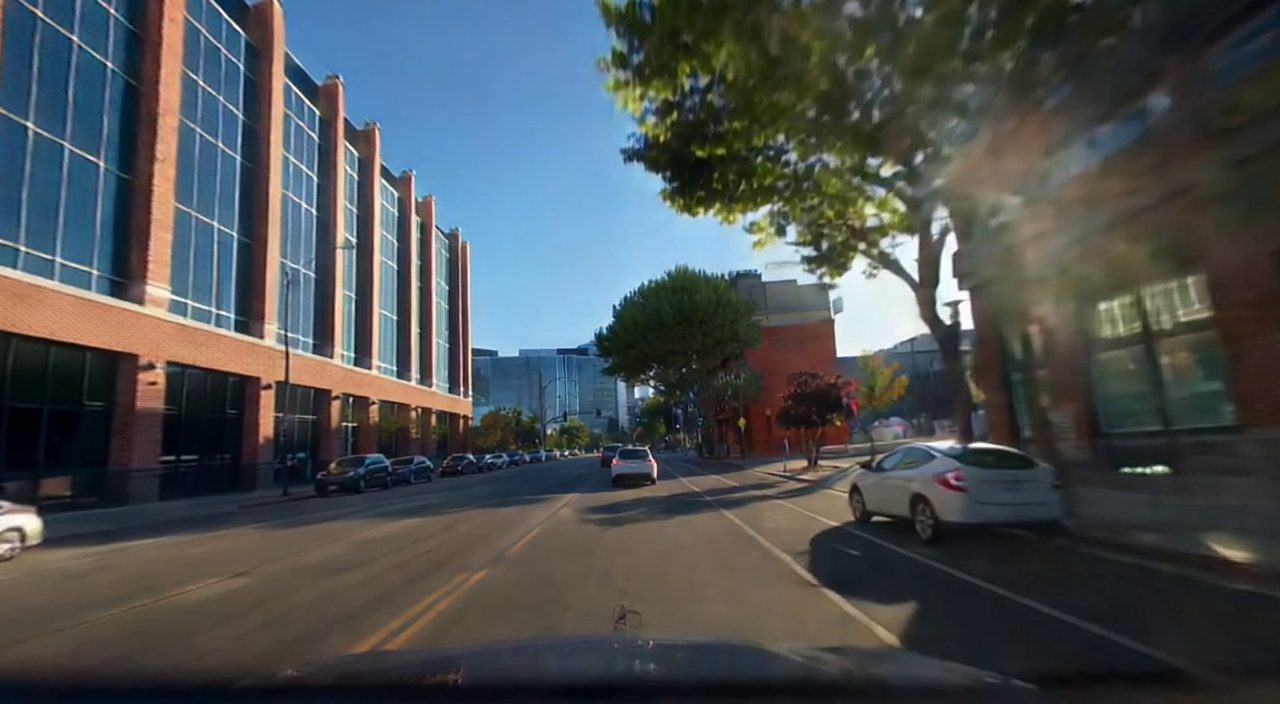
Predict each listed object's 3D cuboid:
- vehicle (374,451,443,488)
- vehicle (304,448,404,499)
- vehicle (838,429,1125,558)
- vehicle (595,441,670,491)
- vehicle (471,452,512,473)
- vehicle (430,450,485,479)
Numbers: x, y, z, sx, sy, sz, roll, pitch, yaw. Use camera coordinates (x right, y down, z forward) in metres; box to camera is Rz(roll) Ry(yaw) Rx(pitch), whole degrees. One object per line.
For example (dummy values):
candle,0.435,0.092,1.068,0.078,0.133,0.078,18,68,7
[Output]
vehicle,-11.730,5.945,32.284,1.881,1.686,4.451,0,-8,-1
vehicle,-11.891,5.029,26.693,2.114,1.938,4.590,0,-8,-1
vehicle,4.967,2.087,10.080,2.075,1.584,4.201,0,-9,-2
vehicle,-0.197,3.735,21.079,2.269,1.479,3.980,0,-8,1
vehicle,-11.557,8.618,49.419,1.991,1.507,4.879,0,-8,0
vehicle,-11.824,7.278,41.286,2.077,1.732,4.704,0,-8,1
